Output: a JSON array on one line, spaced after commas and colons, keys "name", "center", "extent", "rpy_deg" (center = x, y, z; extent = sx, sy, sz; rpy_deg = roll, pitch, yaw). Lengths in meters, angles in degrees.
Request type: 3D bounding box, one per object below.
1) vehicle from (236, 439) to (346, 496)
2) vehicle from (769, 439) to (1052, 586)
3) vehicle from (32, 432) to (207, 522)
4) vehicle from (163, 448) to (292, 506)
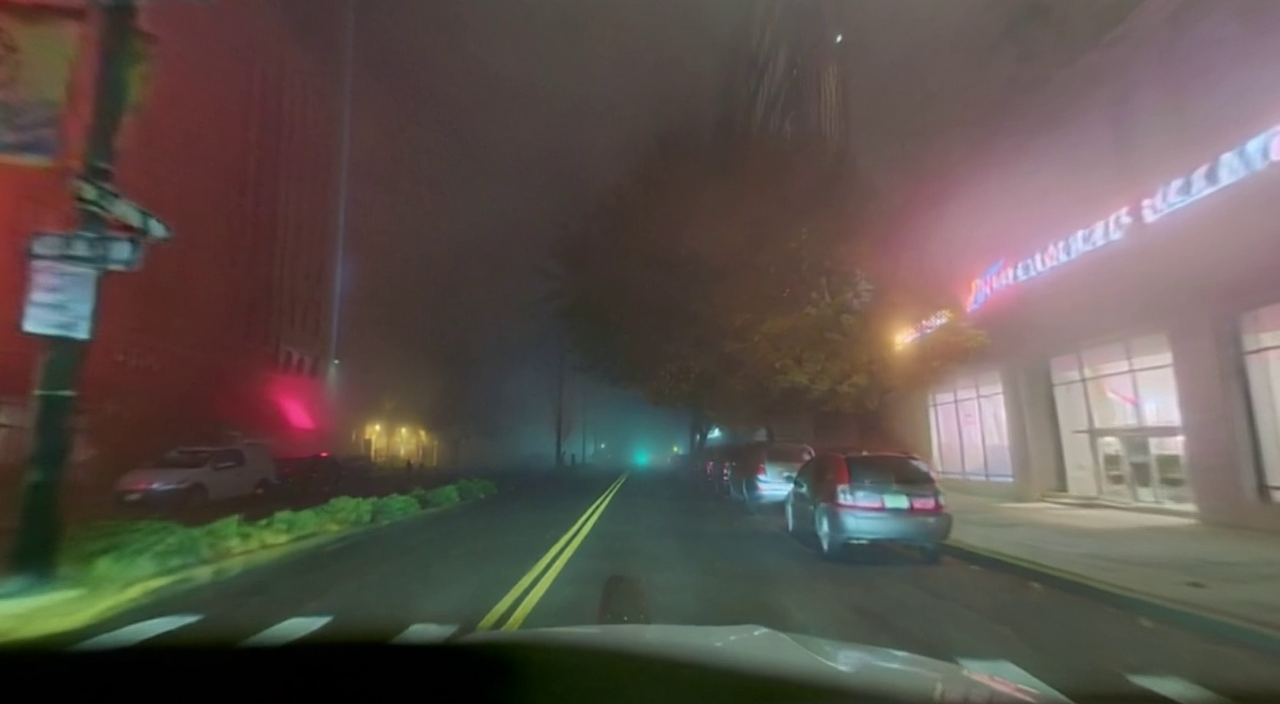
[{"name": "vehicle", "center": [-12.575, 4.080, 22.604], "extent": [4.606, 1.809, 1.961], "rpy_deg": [-8, -12, 42]}, {"name": "vehicle", "center": [3.357, 2.062, 9.019], "extent": [2.120, 1.560, 4.402], "rpy_deg": [0, -9, 0]}, {"name": "vehicle", "center": [-12.445, 2.865, 14.996], "extent": [4.447, 1.790, 2.206], "rpy_deg": [-7, -11, 39]}, {"name": "vehicle", "center": [-12.176, 3.560, 18.500], "extent": [4.379, 1.480, 1.956], "rpy_deg": [-8, -12, 41]}]
